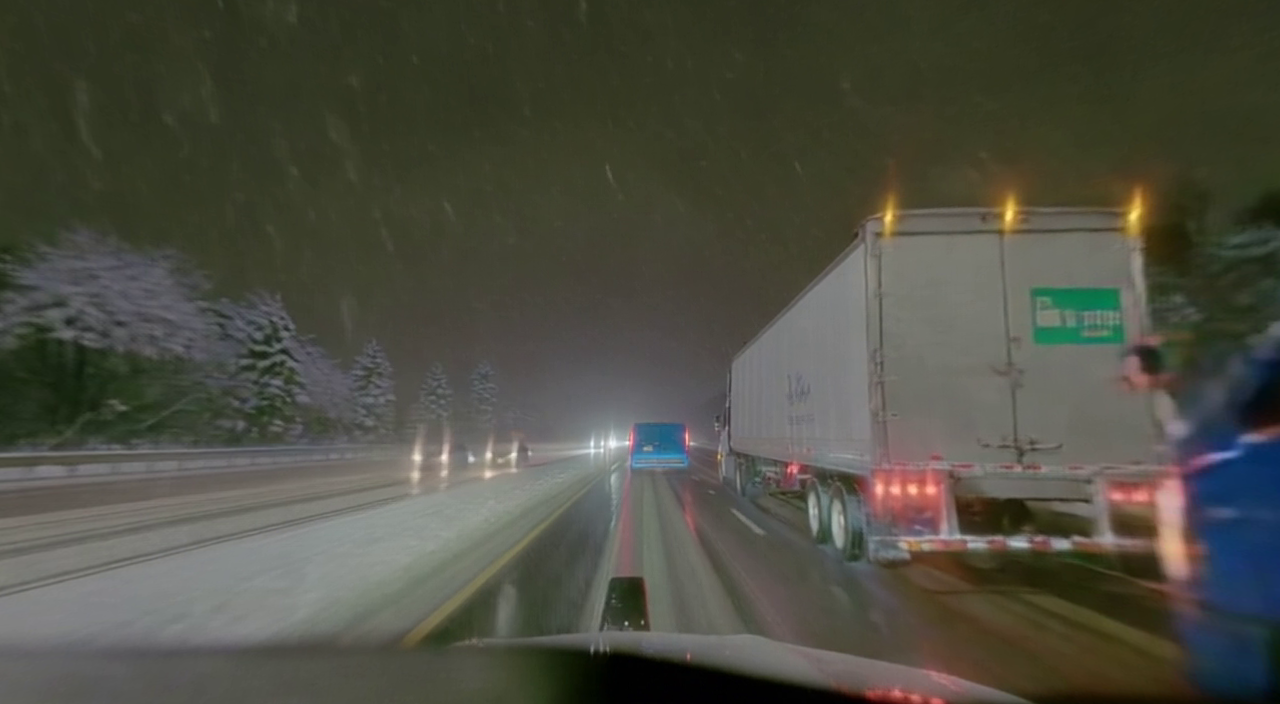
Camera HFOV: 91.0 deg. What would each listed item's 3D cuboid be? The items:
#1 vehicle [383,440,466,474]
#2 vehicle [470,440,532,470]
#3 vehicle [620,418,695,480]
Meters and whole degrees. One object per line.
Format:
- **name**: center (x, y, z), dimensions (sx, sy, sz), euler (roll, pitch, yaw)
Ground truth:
- **vehicle**: center (-10.572, 5.171, 31.299), dimensions (2.378, 1.548, 4.641), euler (0, -8, 2)
- **vehicle**: center (-7.638, 5.709, 35.110), dimensions (2.233, 1.535, 4.793), euler (0, -8, 1)
- **vehicle**: center (0.625, 3.525, 22.991), dimensions (2.469, 2.027, 4.554), euler (0, -8, 1)
